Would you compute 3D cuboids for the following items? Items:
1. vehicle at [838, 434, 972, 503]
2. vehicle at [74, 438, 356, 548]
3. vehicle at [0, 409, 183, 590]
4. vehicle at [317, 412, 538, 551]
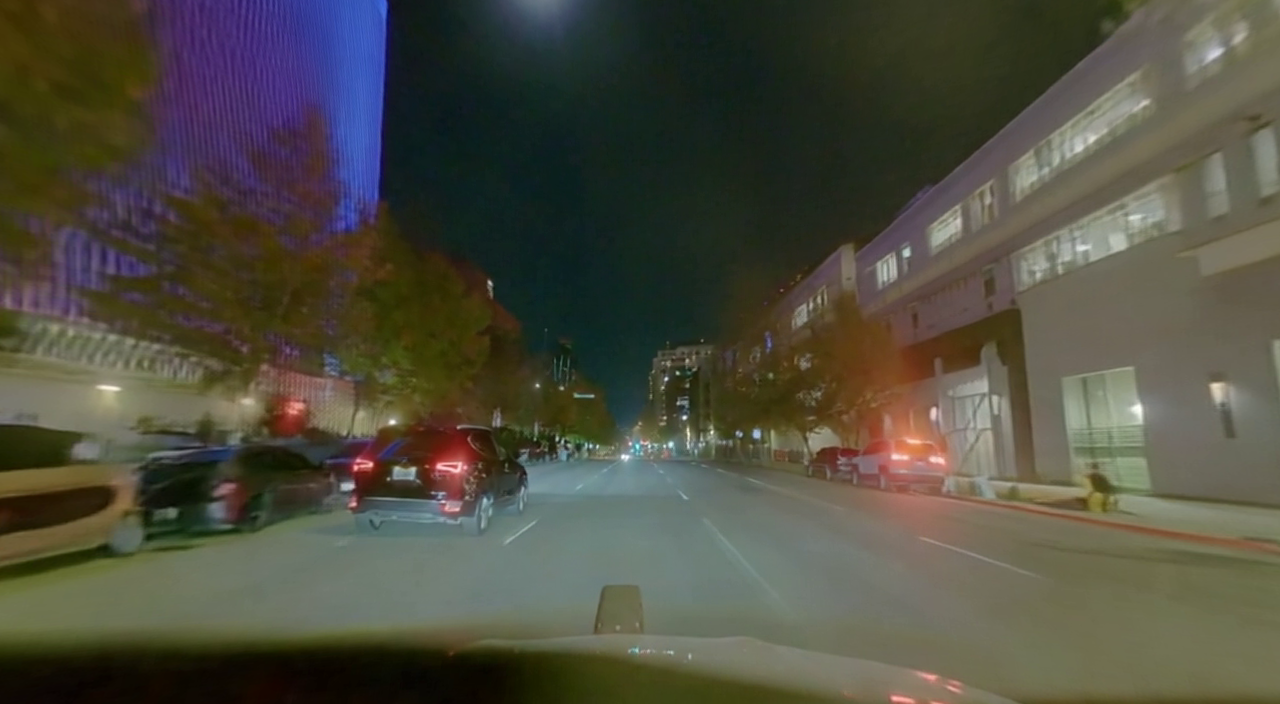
[{"bbox_3d":[9.176,4.036,22.607,2.249,2.117,5.743,0,-8,0],"label":"vehicle"},{"bbox_3d":[-6.911,2.276,11.026,1.832,1.488,4.405,0,-8,0],"label":"vehicle"},{"bbox_3d":[-7.067,1.441,6.234,1.880,1.713,4.172,0,-9,1],"label":"vehicle"},{"bbox_3d":[-3.082,1.968,10.340,2.002,1.756,4.366,0,-8,1],"label":"vehicle"}]
